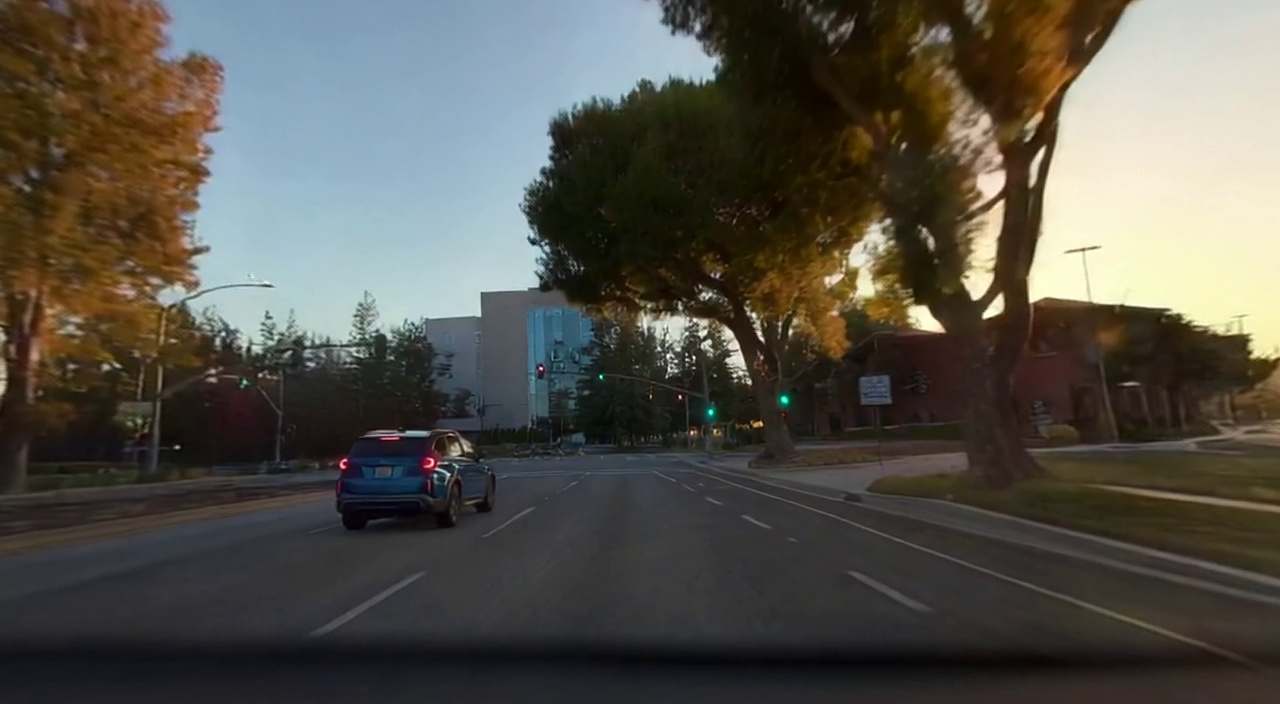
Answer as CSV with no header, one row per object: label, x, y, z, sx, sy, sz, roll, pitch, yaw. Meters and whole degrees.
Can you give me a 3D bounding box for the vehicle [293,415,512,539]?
vehicle,-3.797,2.096,11.166,2.121,1.724,4.392,0,-9,0
